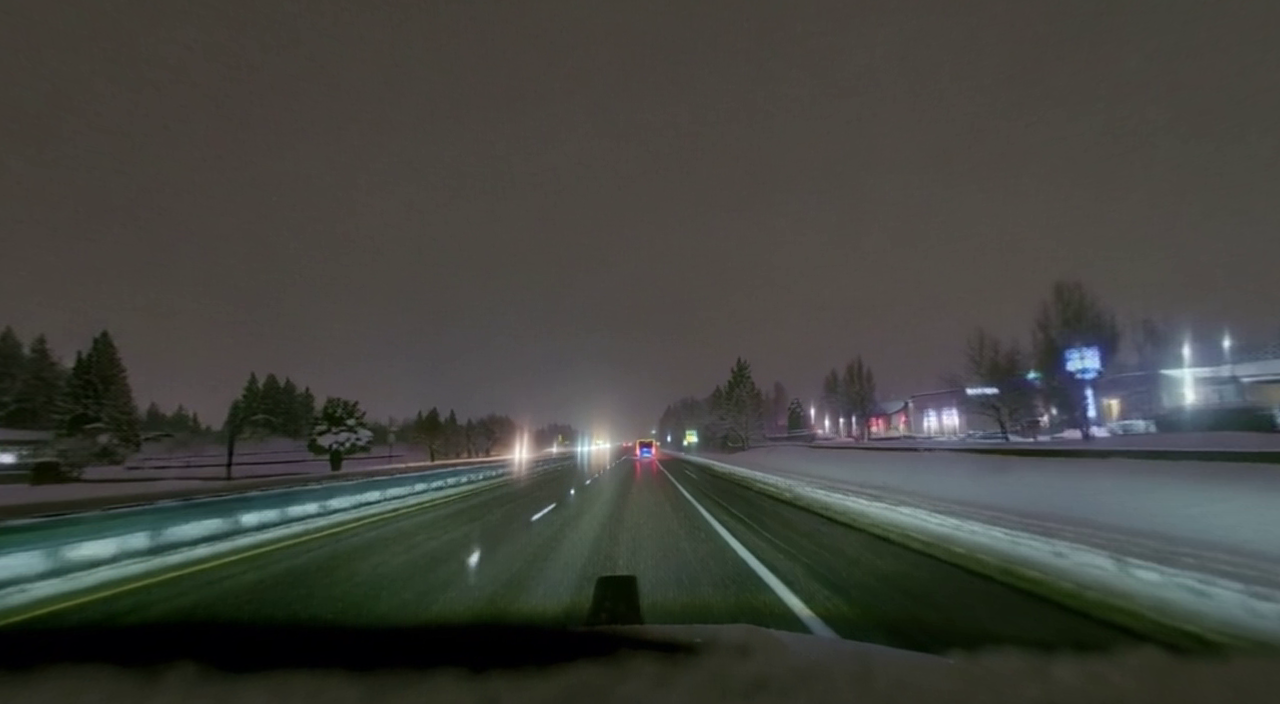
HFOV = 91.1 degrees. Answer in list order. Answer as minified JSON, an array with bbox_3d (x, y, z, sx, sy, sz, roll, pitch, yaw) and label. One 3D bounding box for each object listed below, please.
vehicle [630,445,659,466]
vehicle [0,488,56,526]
[{"bbox_3d":[0.325,7.621,46.474,2.014,1.507,3.960,0,-9,0],"label":"vehicle"},{"bbox_3d":[-30.002,7.349,29.966,1.803,1.413,4.306,4,-10,-24],"label":"vehicle"}]
